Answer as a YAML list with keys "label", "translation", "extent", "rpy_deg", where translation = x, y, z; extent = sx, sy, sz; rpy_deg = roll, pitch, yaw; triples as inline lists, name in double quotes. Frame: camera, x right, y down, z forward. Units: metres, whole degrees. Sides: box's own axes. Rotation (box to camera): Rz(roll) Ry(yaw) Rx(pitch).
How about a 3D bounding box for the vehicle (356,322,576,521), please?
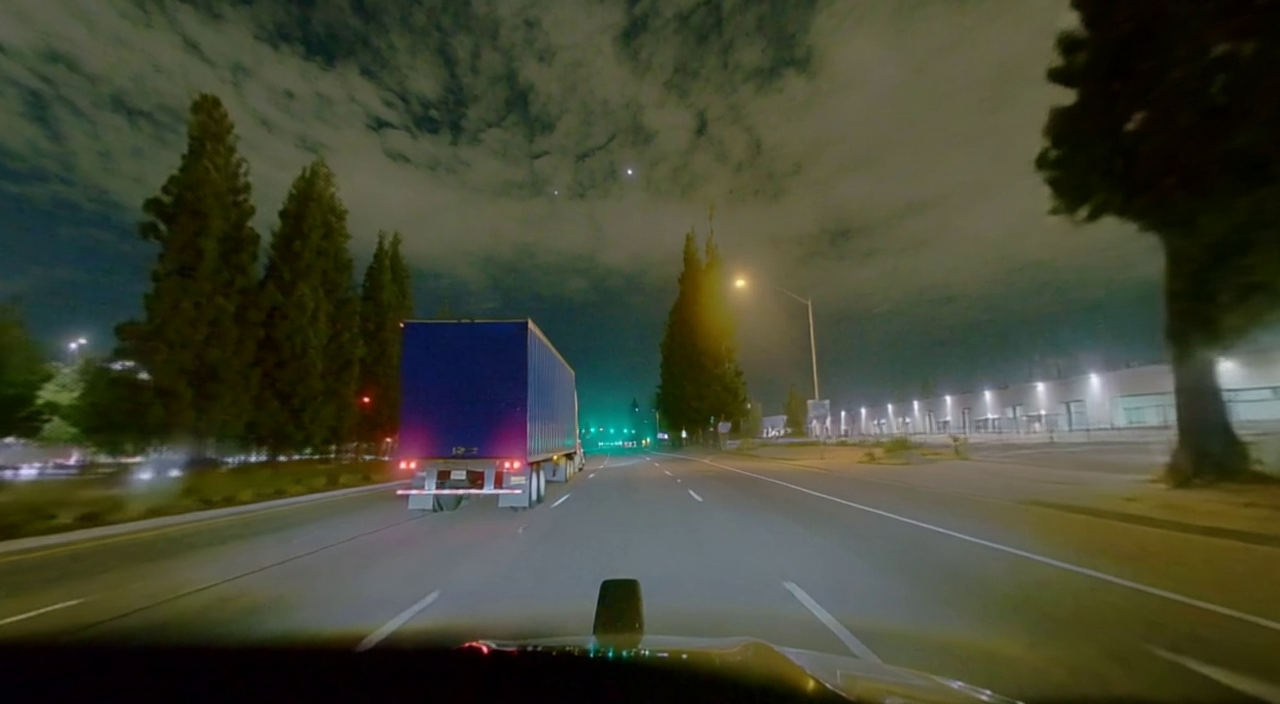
- label: "vehicle"
  translation: [-3.418, 1.778, 15.167]
  extent: [2.910, 3.419, 8.376]
  rpy_deg: [0, -8, 0]

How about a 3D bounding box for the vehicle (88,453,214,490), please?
- label: "vehicle"
  translation: [-22.217, 5.408, 29.011]
  extent: [2.022, 1.493, 4.767]
  rpy_deg: [0, -8, 0]
